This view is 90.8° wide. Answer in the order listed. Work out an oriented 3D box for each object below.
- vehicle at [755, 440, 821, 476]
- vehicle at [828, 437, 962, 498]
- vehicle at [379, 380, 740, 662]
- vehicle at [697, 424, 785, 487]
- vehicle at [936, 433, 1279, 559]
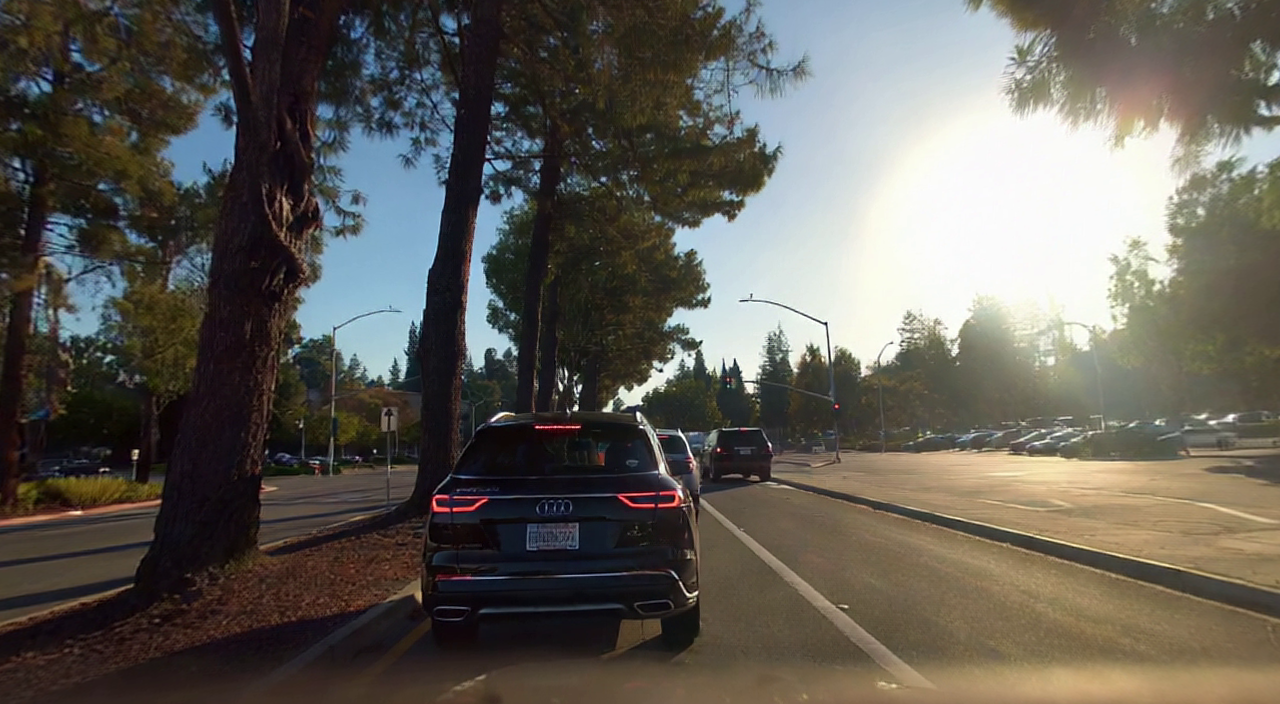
[{"bbox_3d":[6.636,4.771,28.806,1.917,1.489,4.625,0,-9,0],"label":"vehicle"},{"bbox_3d":[6.956,3.190,17.823,1.890,1.489,4.415,0,-9,-1],"label":"vehicle"},{"bbox_3d":[-0.441,1.344,6.077,2.201,1.709,4.271,0,-9,2],"label":"vehicle"},{"bbox_3d":[3.357,3.579,22.070,2.200,1.909,4.853,0,-9,-1],"label":"vehicle"},{"bbox_3d":[6.576,2.014,9.668,1.894,1.445,4.565,0,-9,0],"label":"vehicle"}]
